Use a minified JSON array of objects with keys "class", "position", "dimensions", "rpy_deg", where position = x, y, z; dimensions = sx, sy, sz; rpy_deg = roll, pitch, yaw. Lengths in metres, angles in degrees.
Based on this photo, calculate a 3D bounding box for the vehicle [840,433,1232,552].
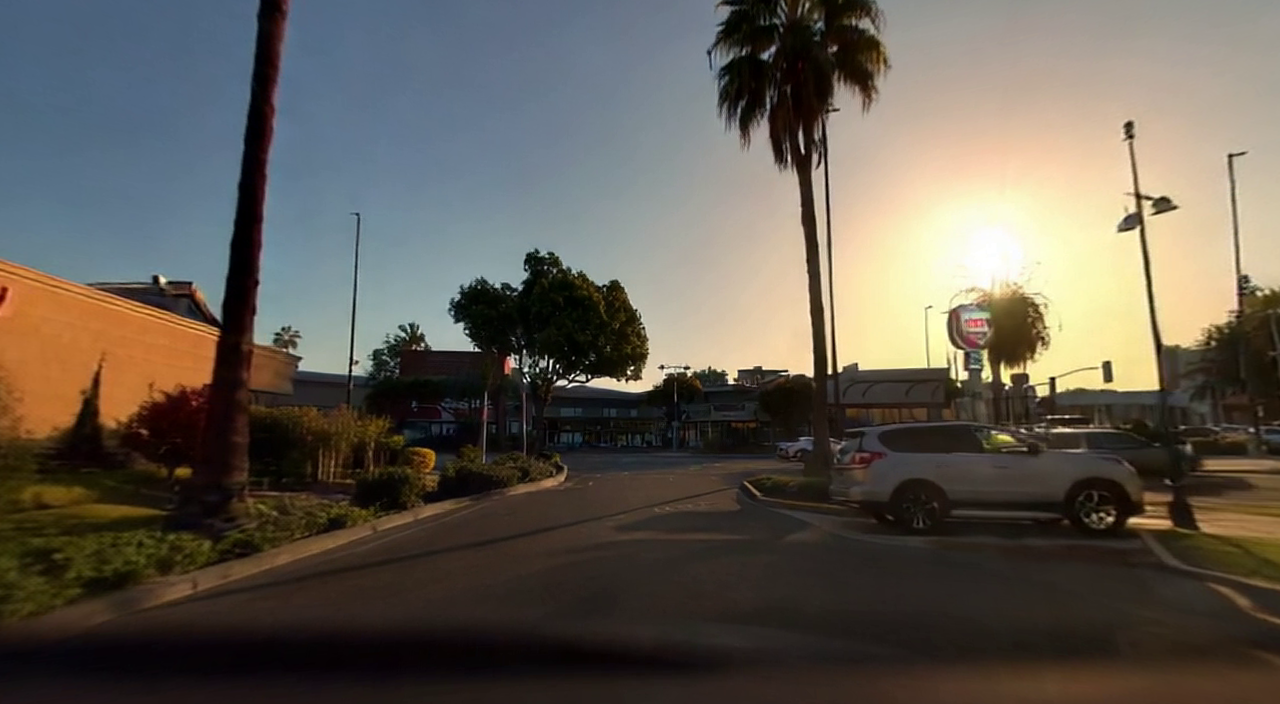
[{"class":"vehicle","position":[5.776,2.023,9.621],"dimensions":[4.742,1.506,1.919],"rpy_deg":[0,-8,-5]}]
